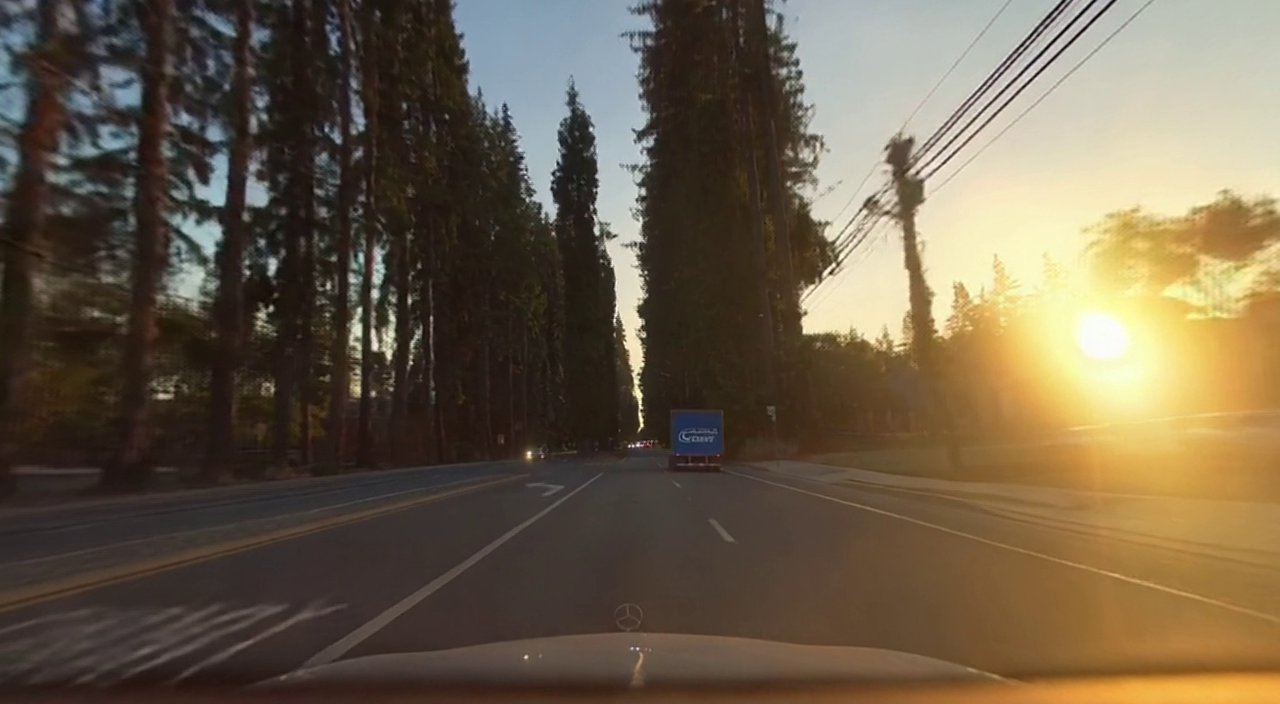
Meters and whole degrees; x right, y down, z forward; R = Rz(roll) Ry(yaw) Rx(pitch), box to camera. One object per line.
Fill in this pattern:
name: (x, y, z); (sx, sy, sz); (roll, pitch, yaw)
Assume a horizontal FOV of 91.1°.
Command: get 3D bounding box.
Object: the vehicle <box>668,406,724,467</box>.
vehicle: (3.805, 6.077, 44.777); (2.973, 3.848, 9.336); (0, -8, -1)
